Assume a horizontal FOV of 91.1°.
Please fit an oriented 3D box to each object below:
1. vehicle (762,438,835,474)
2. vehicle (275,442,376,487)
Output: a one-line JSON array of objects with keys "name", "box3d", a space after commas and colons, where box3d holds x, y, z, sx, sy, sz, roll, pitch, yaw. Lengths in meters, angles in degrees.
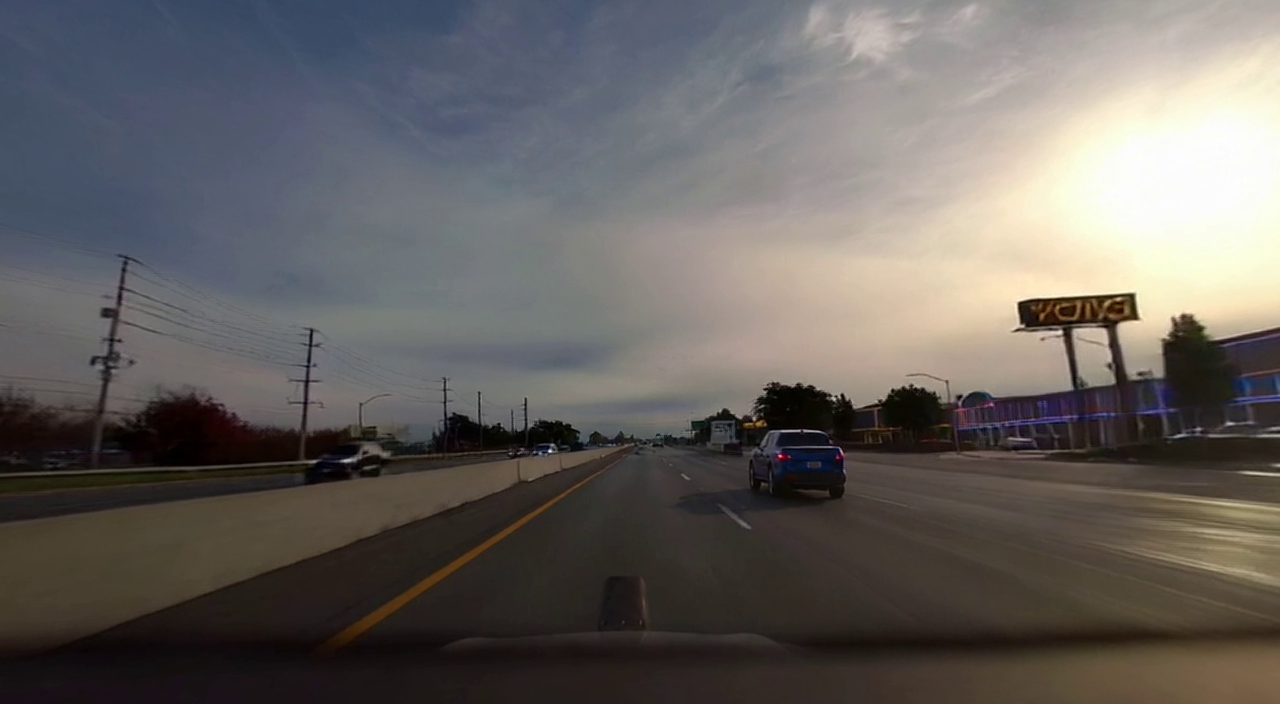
[{"name": "vehicle", "box3d": [7.305, 4.844, 29.563, 2.079, 1.518, 5.032, 0, -8, -1]}, {"name": "vehicle", "box3d": [-14.222, 5.089, 28.801, 2.056, 1.850, 4.868, 0, -8, 1]}]
